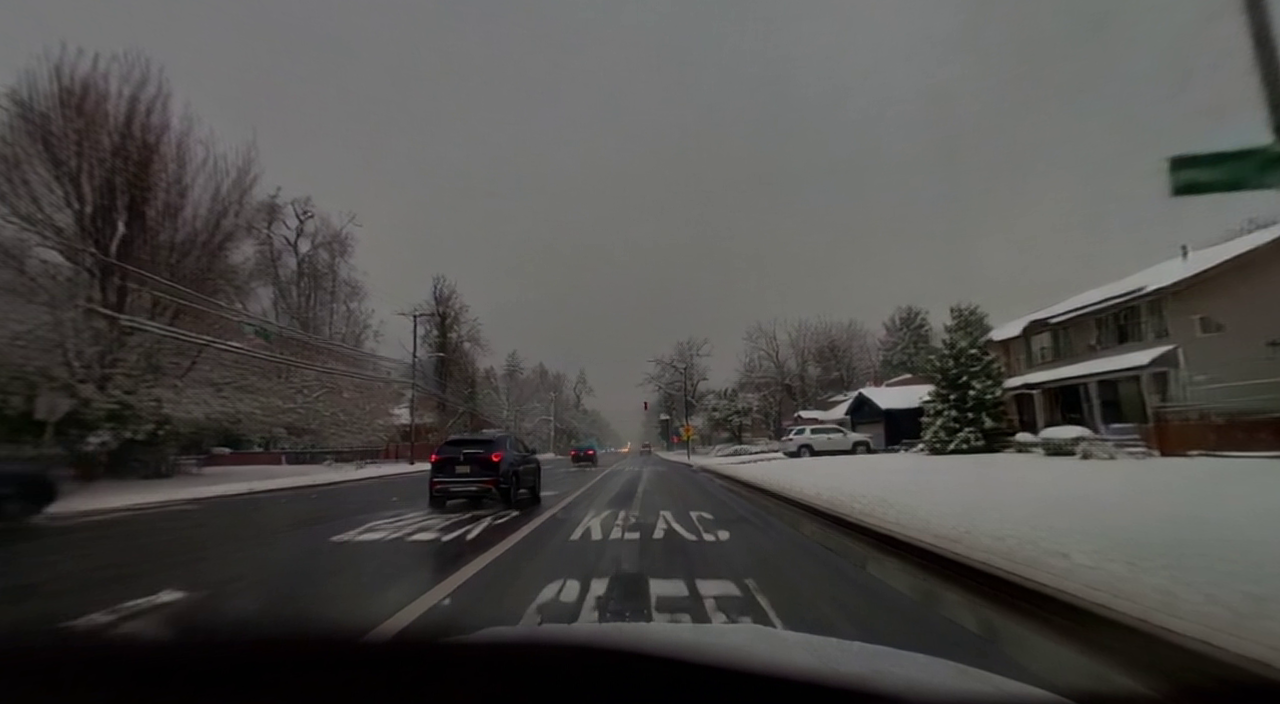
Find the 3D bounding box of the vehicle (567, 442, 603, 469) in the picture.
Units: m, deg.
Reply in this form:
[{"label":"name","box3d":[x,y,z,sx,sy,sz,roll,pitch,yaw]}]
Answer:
[{"label":"vehicle","box3d":[-3.184,6.046,36.991,1.802,1.528,3.490,0,-8,0]}]

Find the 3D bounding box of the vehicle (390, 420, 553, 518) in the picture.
[{"label":"vehicle","box3d":[-3.358,2.446,13.655,2.190,1.766,4.394,0,-8,2]}]

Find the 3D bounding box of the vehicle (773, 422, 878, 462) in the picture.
[{"label":"vehicle","box3d":[9.763,4.797,33.544,4.944,2.023,1.973,0,-8,1]}]
